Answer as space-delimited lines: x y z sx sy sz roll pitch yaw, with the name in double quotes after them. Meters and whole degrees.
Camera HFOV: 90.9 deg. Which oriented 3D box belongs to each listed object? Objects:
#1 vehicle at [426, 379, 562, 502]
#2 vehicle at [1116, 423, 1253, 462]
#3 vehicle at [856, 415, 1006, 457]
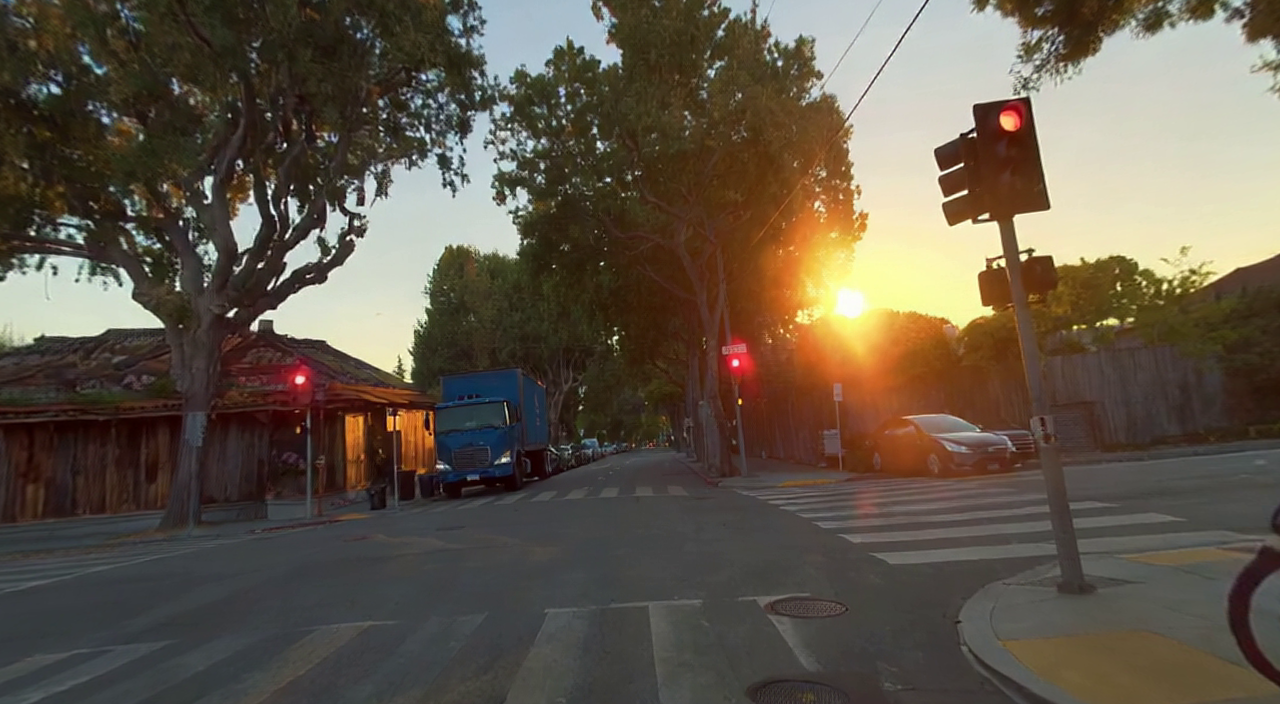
-5.757 3.797 27.030 3.113 4.041 10.284 -5 -8 1 "vehicle"
24.951 4.167 29.017 4.268 1.695 2.053 0 -8 3 "vehicle"
10.692 3.137 23.420 4.643 1.456 1.820 -1 -8 5 "vehicle"
